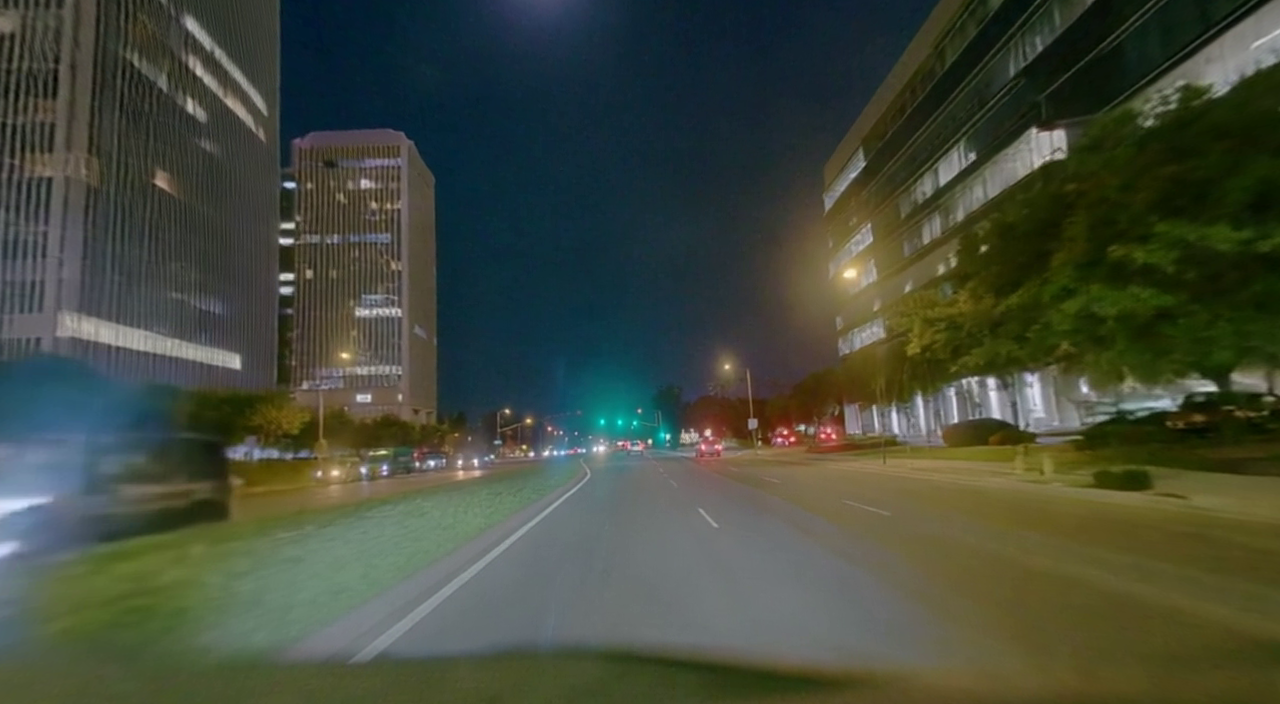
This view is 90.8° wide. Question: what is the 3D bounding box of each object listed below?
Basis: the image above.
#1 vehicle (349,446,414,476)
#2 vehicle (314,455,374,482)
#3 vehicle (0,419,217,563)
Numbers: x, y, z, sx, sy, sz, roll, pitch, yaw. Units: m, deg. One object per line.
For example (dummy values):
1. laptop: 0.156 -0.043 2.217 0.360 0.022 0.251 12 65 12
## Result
1. vehicle: -19.489 8.244 48.040 2.373 2.077 6.457 0 -9 -2
2. vehicle: -19.332 7.630 41.488 1.869 1.606 4.617 0 -9 -2
3. vehicle: -8.990 1.972 9.472 2.002 1.780 4.687 0 -9 0
